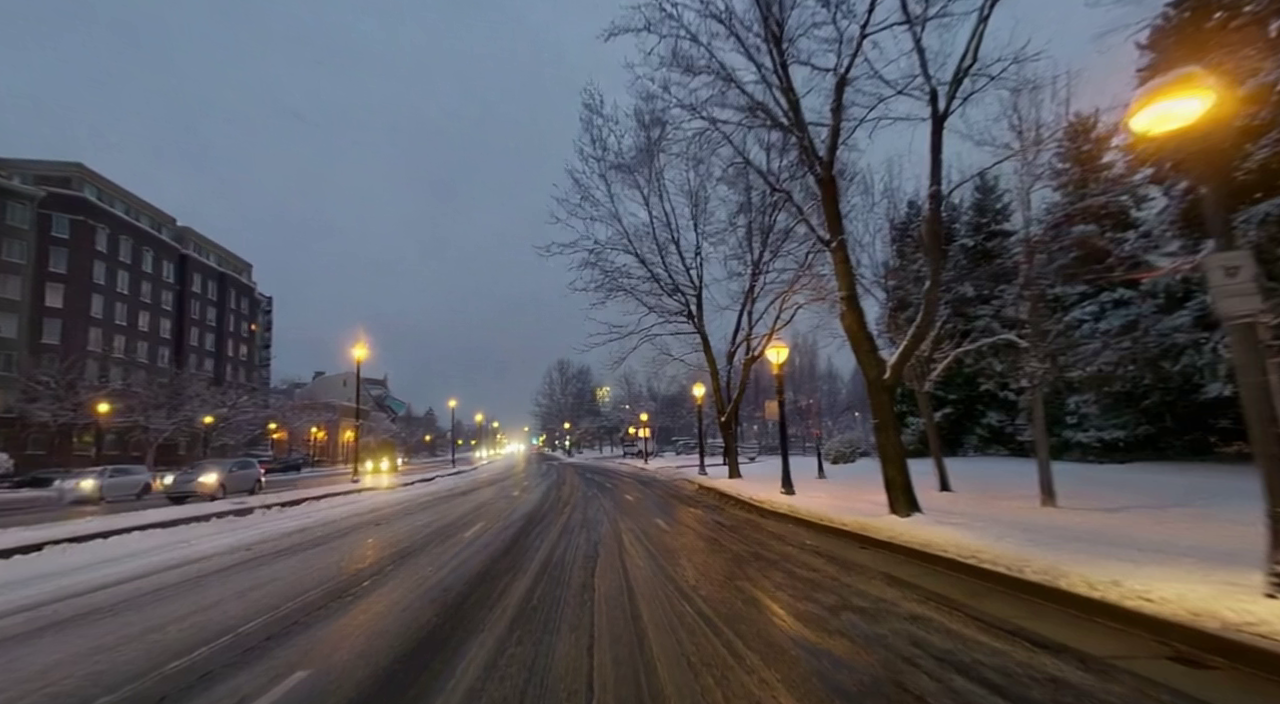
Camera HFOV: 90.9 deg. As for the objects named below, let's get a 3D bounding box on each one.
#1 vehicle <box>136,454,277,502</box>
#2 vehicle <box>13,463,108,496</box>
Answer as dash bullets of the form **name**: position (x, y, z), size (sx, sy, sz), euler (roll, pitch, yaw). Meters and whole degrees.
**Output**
- **vehicle**: position (-15.492, 4.501, 22.926), size (2.179, 1.461, 4.812), euler (1, -8, -7)
- **vehicle**: position (-37.505, 8.219, 40.992), size (2.235, 1.777, 4.963), euler (2, -9, -13)
